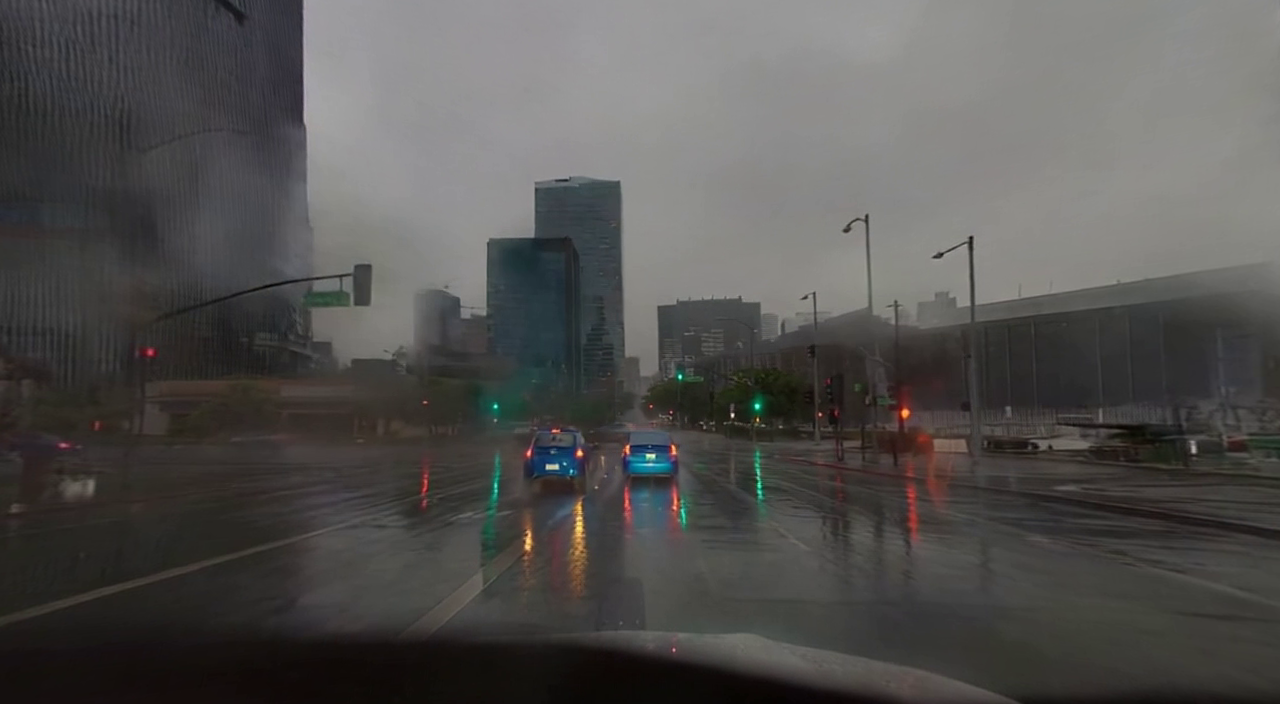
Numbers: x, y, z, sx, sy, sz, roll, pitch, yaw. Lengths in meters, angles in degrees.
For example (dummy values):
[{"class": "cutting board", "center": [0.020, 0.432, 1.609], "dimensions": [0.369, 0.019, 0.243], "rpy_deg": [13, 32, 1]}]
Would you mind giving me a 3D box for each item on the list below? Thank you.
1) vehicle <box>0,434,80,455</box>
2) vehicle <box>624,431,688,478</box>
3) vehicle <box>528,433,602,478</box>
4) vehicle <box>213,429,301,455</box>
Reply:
[{"class": "vehicle", "center": [-46.526, 7.153, 48.846], "dimensions": [4.314, 1.571, 1.846], "rpy_deg": [1, -9, -9]}, {"class": "vehicle", "center": [0.539, 3.532, 21.963], "dimensions": [2.016, 1.478, 3.795], "rpy_deg": [0, -8, 1]}, {"class": "vehicle", "center": [-2.609, 3.738, 23.105], "dimensions": [1.995, 1.479, 4.627], "rpy_deg": [0, -8, 2]}, {"class": "vehicle", "center": [-27.562, 6.508, 45.661], "dimensions": [4.964, 1.789, 1.941], "rpy_deg": [2, -9, -11]}]
